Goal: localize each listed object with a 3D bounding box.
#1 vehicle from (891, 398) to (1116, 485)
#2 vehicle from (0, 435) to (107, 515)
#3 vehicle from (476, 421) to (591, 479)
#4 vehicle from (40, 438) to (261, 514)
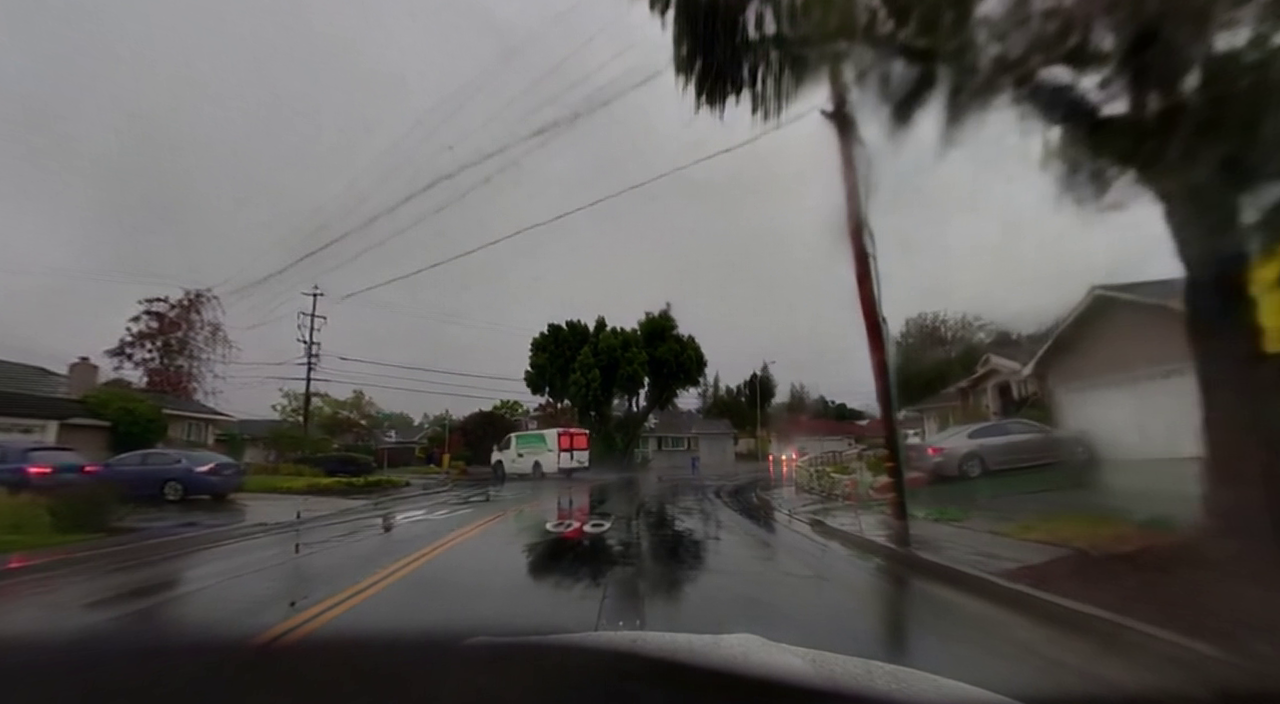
[{"bbox_3d":[9.662,2.451,17.141,4.658,1.536,2.090,-8,-10,0],"label":"vehicle"},{"bbox_3d":[-16.676,2.987,15.628,4.881,1.828,2.111,1,-9,-3],"label":"vehicle"},{"bbox_3d":[-6.449,5.776,37.439,2.929,3.058,7.559,8,-12,-43],"label":"vehicle"},{"bbox_3d":[-13.969,3.641,18.316,4.550,1.655,2.143,-4,-15,-2],"label":"vehicle"}]
